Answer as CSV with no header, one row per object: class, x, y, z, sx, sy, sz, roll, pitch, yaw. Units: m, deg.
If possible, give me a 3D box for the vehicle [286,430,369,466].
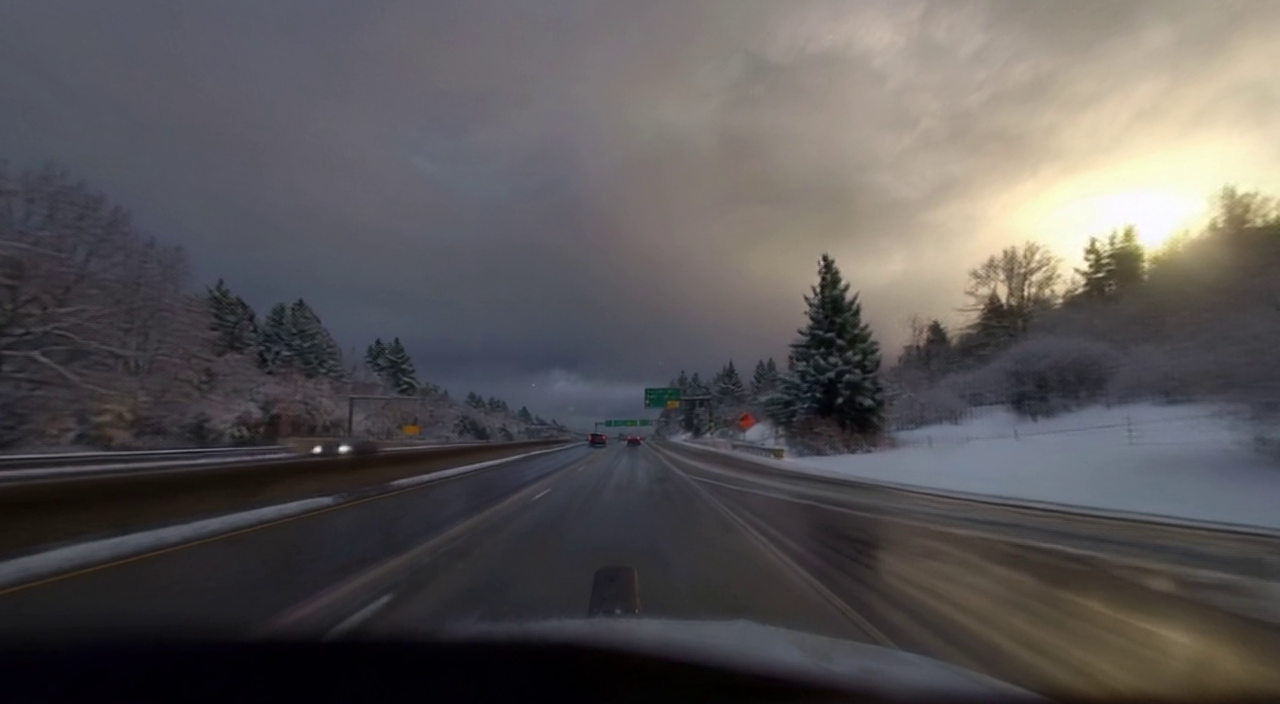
vehicle,-15.569,4.770,31.588,1.941,1.642,4.288,0,-8,0
